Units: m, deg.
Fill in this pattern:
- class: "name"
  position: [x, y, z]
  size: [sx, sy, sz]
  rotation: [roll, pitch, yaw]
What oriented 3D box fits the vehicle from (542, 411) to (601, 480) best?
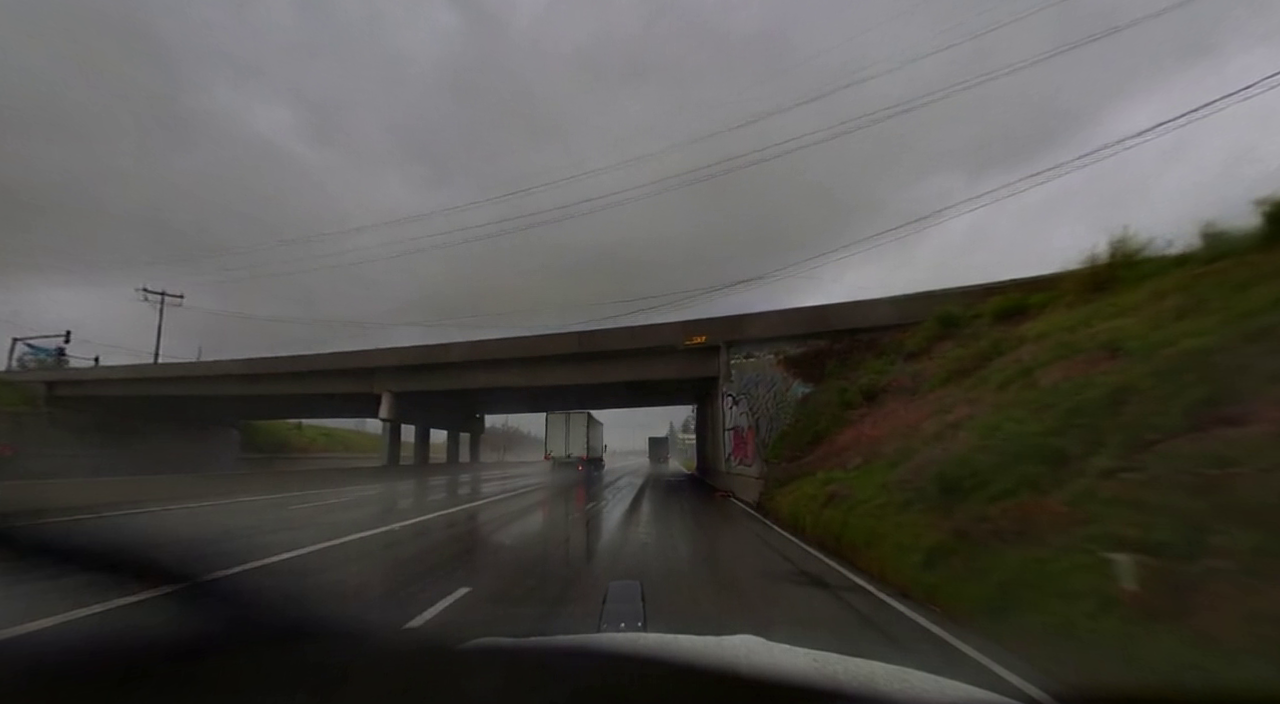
- class: "vehicle"
  position: [-4.361, 6.241, 41.960]
  size: [2.955, 4.022, 8.842]
  rotation: [0, -9, 0]
